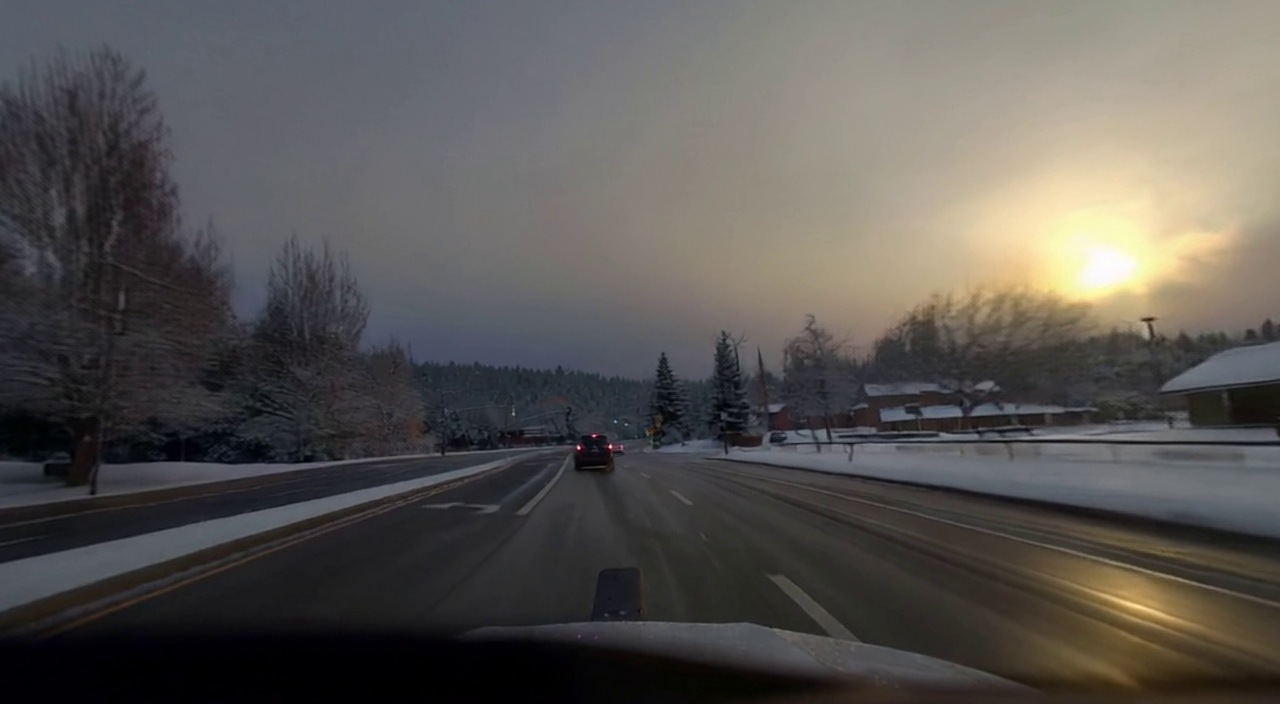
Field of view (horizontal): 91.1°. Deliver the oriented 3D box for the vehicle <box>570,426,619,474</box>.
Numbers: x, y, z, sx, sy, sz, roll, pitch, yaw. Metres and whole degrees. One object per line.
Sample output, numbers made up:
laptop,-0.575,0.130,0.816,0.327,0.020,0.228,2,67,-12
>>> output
vehicle,-2.181,4.521,29.100,2.072,2.002,4.391,1,-8,-6
